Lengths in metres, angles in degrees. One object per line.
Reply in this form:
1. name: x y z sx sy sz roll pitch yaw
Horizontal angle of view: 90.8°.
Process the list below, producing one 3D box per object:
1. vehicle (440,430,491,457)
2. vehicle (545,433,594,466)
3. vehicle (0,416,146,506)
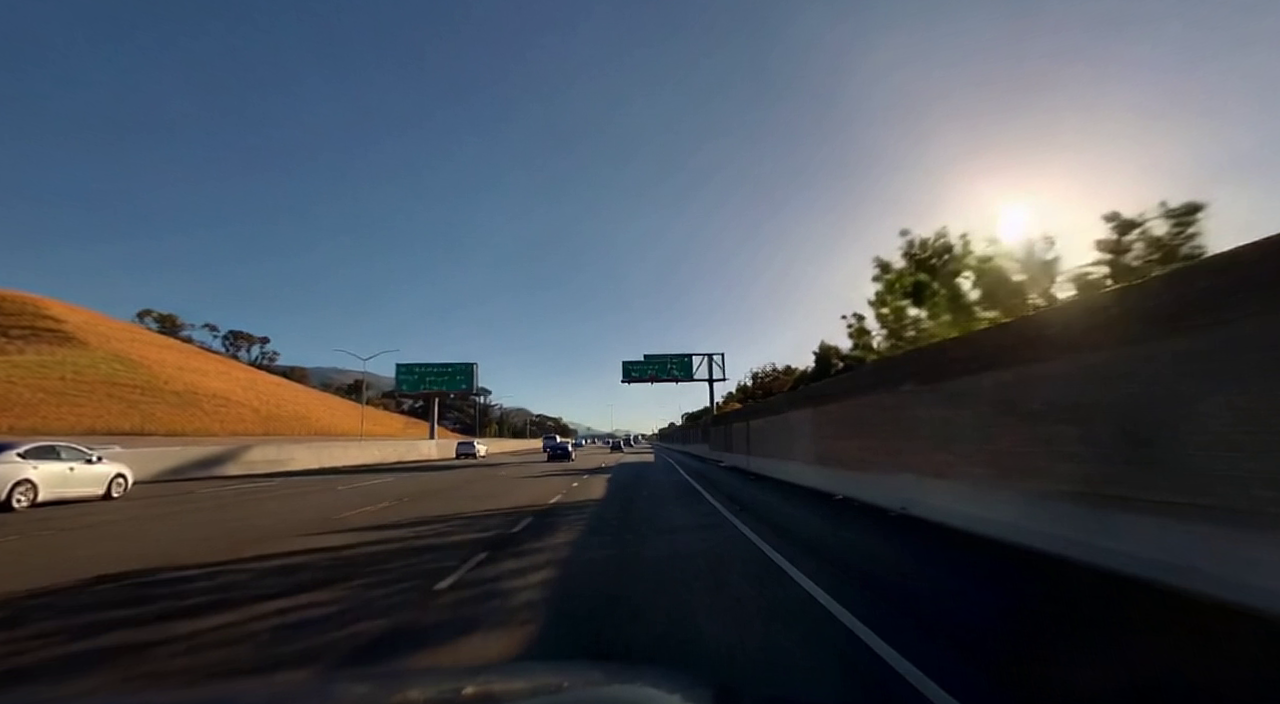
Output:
1. vehicle: -11.981 6.365 43.702 2.076 1.766 4.831 0 -8 1
2. vehicle: -3.424 4.842 31.405 1.931 1.492 4.076 0 -8 1
3. vehicle: -12.706 2.141 12.518 2.035 1.630 4.527 0 -8 1
